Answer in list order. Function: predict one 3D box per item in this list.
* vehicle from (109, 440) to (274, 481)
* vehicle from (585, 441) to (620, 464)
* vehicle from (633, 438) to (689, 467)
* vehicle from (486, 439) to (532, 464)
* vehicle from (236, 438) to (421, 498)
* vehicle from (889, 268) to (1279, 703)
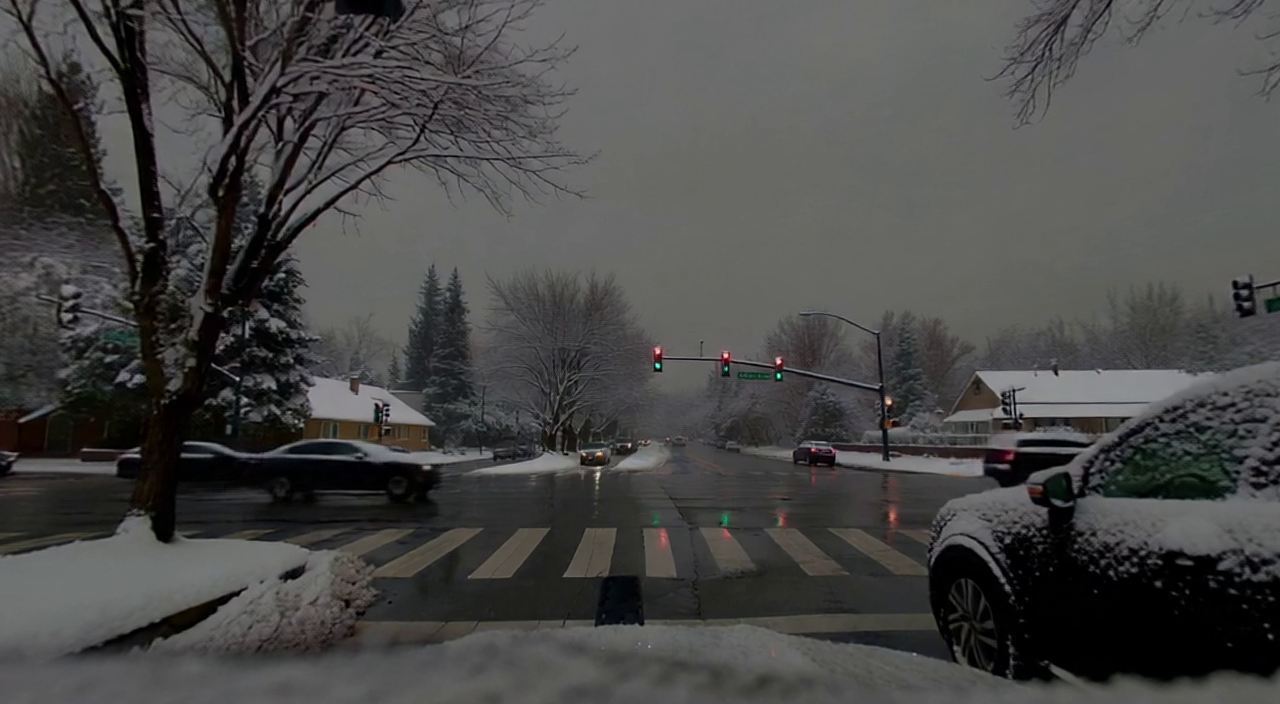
[{"bbox_3d":[-17.027,4.132,24.254,4.689,1.490,1.920,2,-9,-10],"label":"vehicle"},{"bbox_3d":[-2.456,6.715,42.321,2.046,1.491,4.118,0,-8,0],"label":"vehicle"},{"bbox_3d":[1.384,6.124,38.726,2.130,1.633,4.532,-3,-9,20],"label":"vehicle"},{"bbox_3d":[-8.979,6.862,43.657,2.028,1.654,5.027,0,-9,1],"label":"vehicle"},{"bbox_3d":[-8.115,3.042,16.758,3.894,1.487,1.863,0,-8,-1],"label":"vehicle"},{"bbox_3d":[2.709,0.705,1.728,2.085,1.800,4.908,0,-9,1],"label":"vehicle"}]
